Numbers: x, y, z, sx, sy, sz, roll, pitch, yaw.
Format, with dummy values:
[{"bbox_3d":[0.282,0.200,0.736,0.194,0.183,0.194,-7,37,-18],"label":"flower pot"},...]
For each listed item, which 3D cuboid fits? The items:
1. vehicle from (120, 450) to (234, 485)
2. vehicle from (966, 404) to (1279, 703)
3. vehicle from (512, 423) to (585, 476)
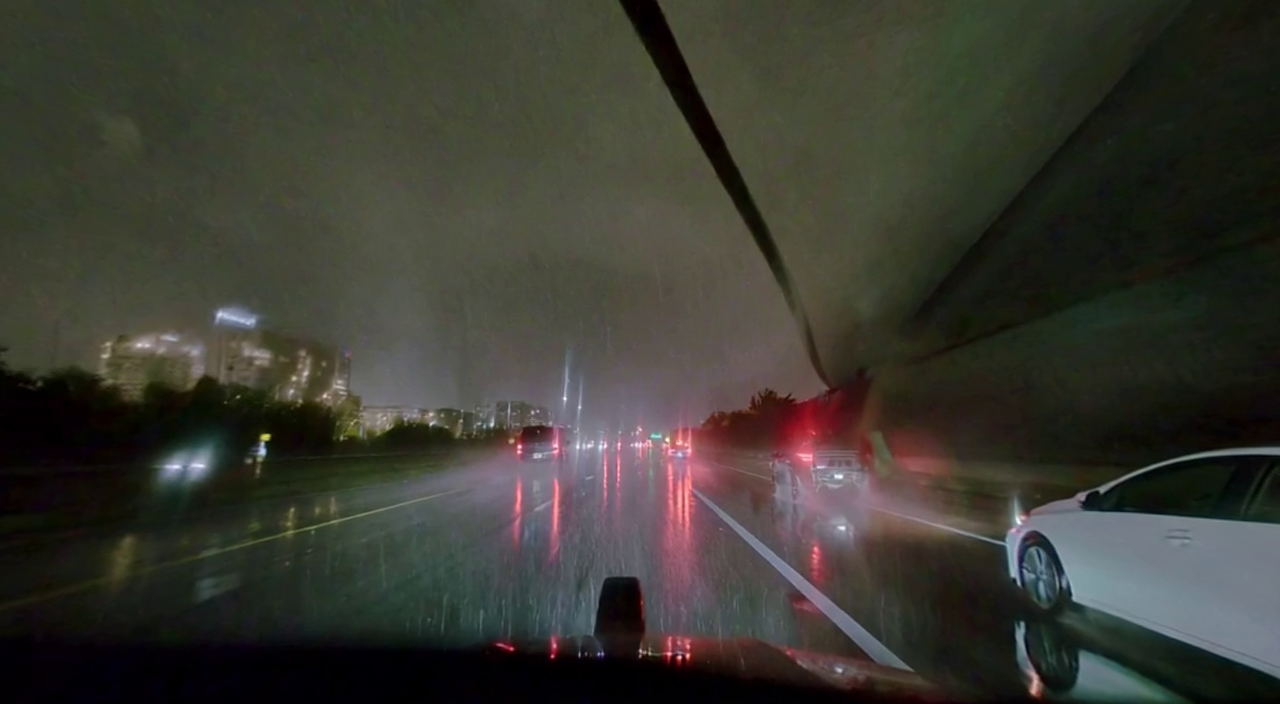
[{"bbox_3d":[-22.112,5.520,30.346,1.884,1.511,4.549,0,-9,3],"label":"vehicle"},{"bbox_3d":[3.724,1.011,2.737,2.047,1.532,4.884,0,-9,1],"label":"vehicle"},{"bbox_3d":[-4.099,4.562,29.545,2.496,2.203,6.317,0,-9,0],"label":"vehicle"}]
